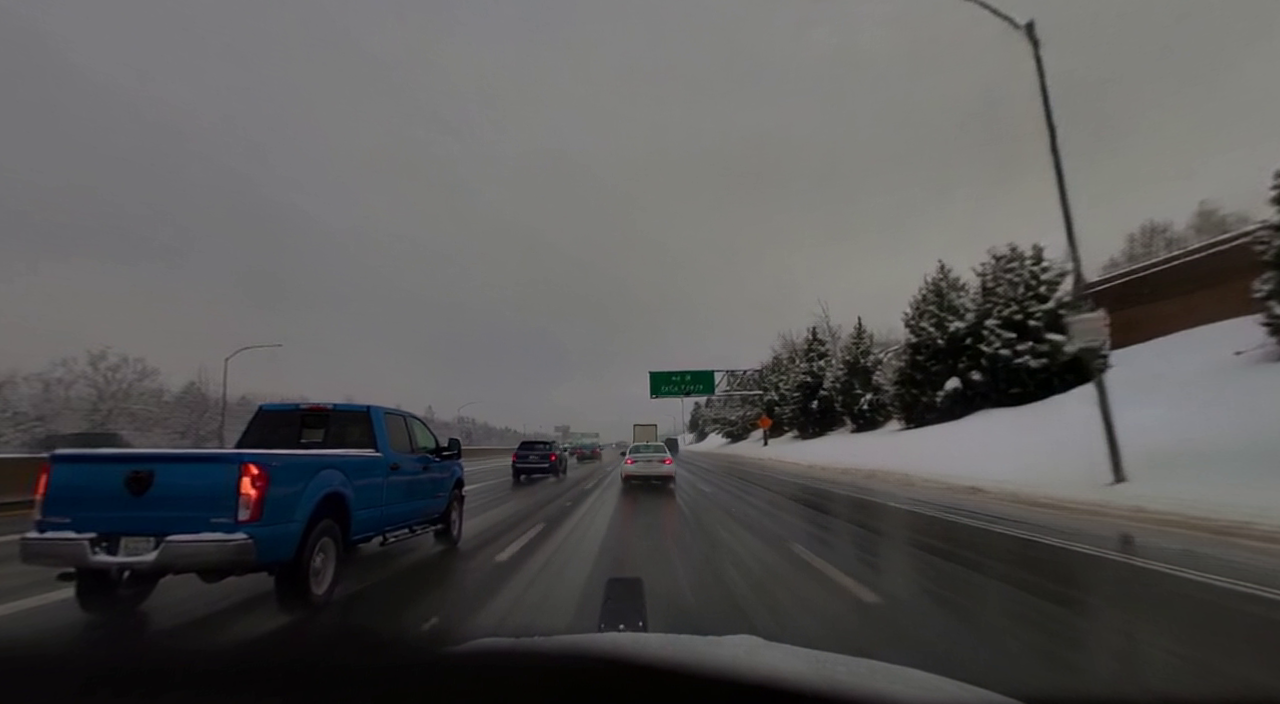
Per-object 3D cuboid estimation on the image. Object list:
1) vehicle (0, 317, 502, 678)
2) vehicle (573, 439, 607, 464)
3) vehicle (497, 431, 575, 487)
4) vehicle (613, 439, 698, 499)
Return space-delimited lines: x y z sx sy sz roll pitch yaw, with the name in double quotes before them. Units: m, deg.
"vehicle" -3.330 1.248 6.640 2.269 2.060 5.933 0 -8 1
"vehicle" -3.362 6.774 43.011 1.897 1.646 4.049 0 -8 1
"vehicle" -3.494 3.671 21.960 1.903 1.721 4.210 0 -8 1
"vehicle" 0.366 3.119 17.256 2.054 1.421 4.090 0 -8 0
